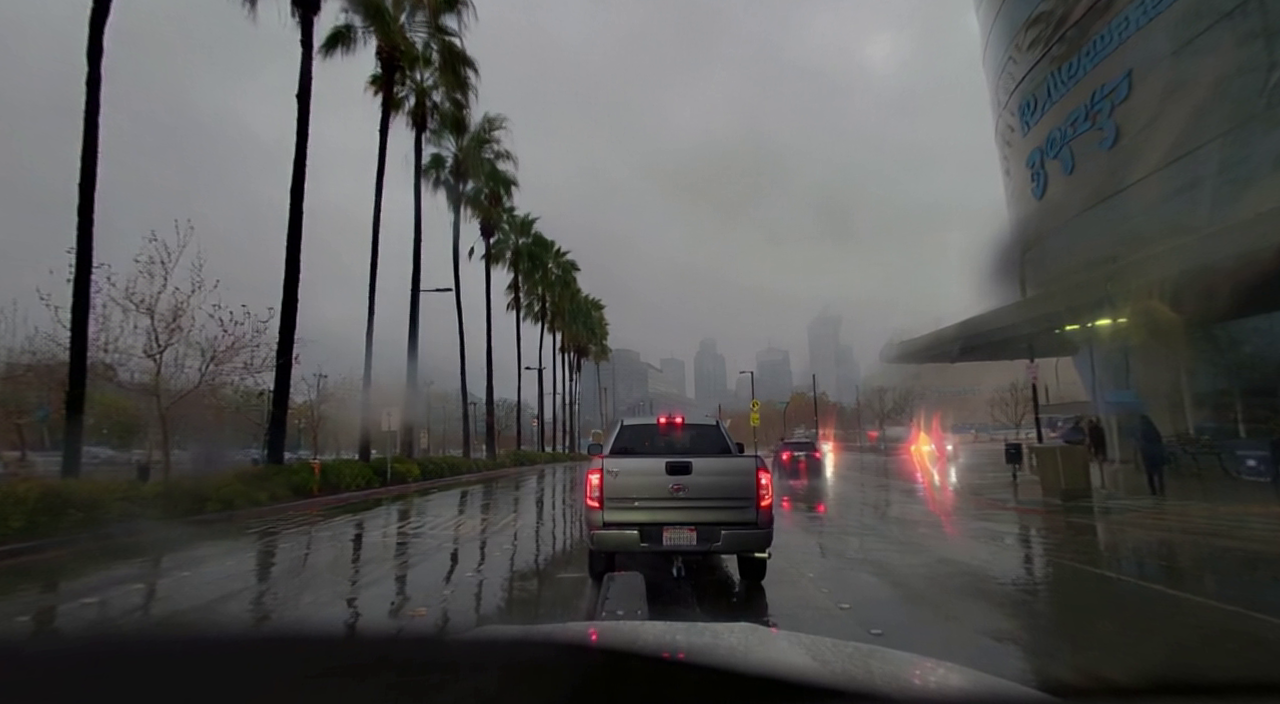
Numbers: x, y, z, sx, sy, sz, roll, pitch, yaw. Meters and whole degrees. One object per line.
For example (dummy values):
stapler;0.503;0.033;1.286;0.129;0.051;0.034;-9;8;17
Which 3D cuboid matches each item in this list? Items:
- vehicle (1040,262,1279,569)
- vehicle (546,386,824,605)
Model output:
vehicle;7.922;0.893;8.599;2.666;3.345;3.622;-1;-9;8
vehicle;0.407;1.591;7.983;2.311;1.819;5.255;0;-8;1
